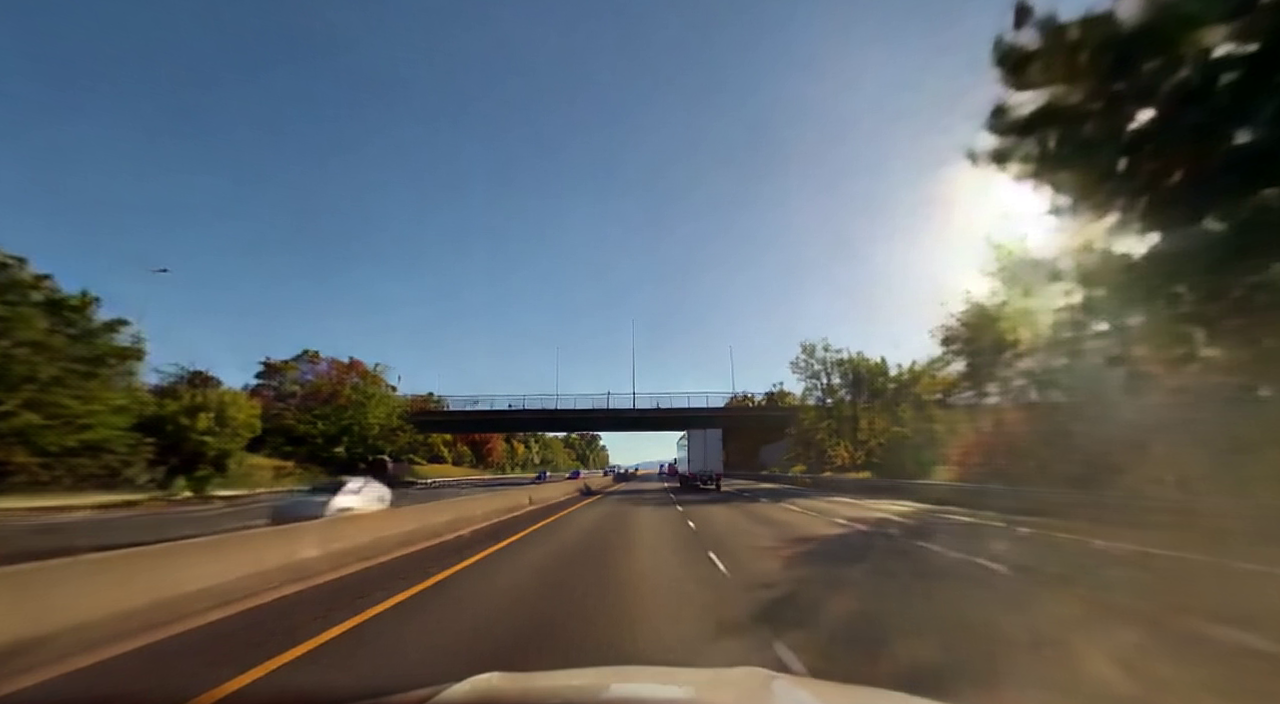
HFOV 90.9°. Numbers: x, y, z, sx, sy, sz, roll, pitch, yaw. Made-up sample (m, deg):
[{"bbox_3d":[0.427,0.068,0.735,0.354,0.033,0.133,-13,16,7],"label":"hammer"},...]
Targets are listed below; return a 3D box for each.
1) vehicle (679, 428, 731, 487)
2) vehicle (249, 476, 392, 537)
[{"bbox_3d":[4.903,8.400,49.658,3.054,4.005,11.895,0,-10,1],"label":"vehicle"},{"bbox_3d":[-9.167,4.435,18.573,1.883,1.455,4.271,1,-10,1],"label":"vehicle"}]
